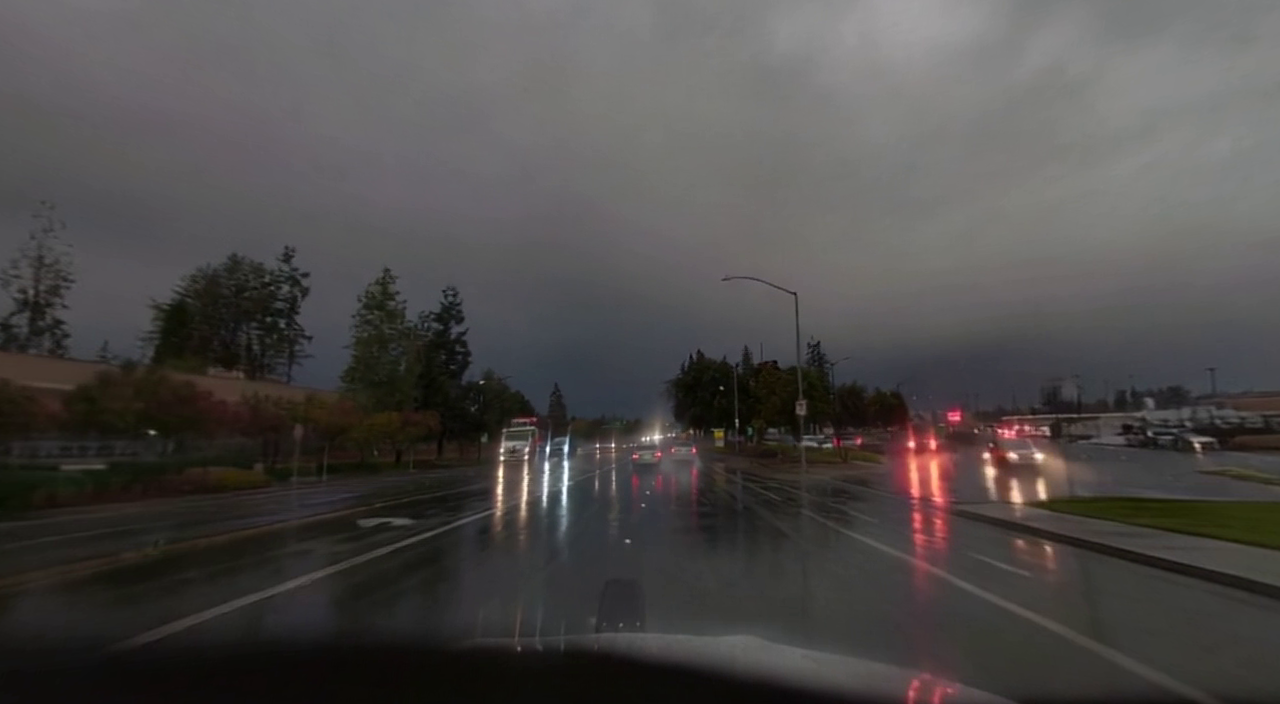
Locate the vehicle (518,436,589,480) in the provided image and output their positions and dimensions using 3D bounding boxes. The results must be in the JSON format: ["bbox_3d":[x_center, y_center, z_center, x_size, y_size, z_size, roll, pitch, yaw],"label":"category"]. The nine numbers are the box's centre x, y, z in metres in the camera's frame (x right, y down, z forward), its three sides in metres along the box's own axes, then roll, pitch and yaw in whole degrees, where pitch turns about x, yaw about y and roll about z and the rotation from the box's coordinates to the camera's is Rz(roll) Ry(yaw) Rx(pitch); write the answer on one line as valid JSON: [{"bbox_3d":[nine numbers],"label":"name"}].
[{"bbox_3d":[-3.994,5.036,30.390,2.298,1.905,5.777,-1,-8,3],"label":"vehicle"}]

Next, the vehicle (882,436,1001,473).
[{"bbox_3d":[18.143,6.201,39.161,2.618,1.565,11.353,-4,-7,4],"label":"vehicle"}]

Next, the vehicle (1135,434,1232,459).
[{"bbox_3d":[32.147,5.612,37.416,4.202,1.432,1.934,1,-9,-7],"label":"vehicle"}]

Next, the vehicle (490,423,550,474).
[{"bbox_3d":[-7.317,5.993,39.328,2.251,2.944,5.835,-1,-8,3],"label":"vehicle"}]

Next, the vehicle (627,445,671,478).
[{"bbox_3d":[0.435,5.102,29.695,1.917,1.418,3.987,0,-8,1],"label":"vehicle"}]

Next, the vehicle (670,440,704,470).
[{"bbox_3d":[2.956,6.540,40.293,2.046,1.768,4.370,0,-8,3],"label":"vehicle"}]
